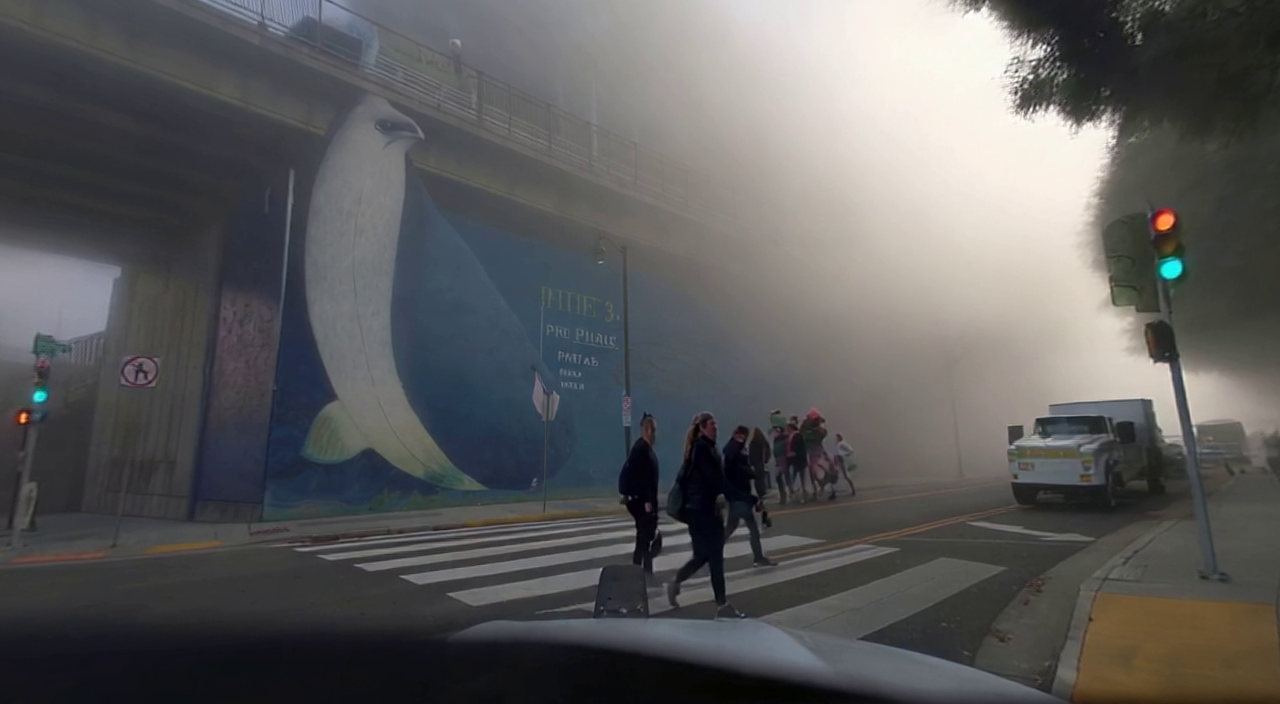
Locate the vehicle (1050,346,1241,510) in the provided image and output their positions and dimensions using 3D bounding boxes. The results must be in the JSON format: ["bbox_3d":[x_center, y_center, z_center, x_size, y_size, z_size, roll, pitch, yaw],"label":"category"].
[{"bbox_3d":[15.758,2.387,19.224,9.347,3.893,2.849,7,-11,-42],"label":"vehicle"}]

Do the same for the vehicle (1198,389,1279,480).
[{"bbox_3d":[32.712,4.439,33.448,12.015,4.103,2.920,8,-11,-43],"label":"vehicle"}]
